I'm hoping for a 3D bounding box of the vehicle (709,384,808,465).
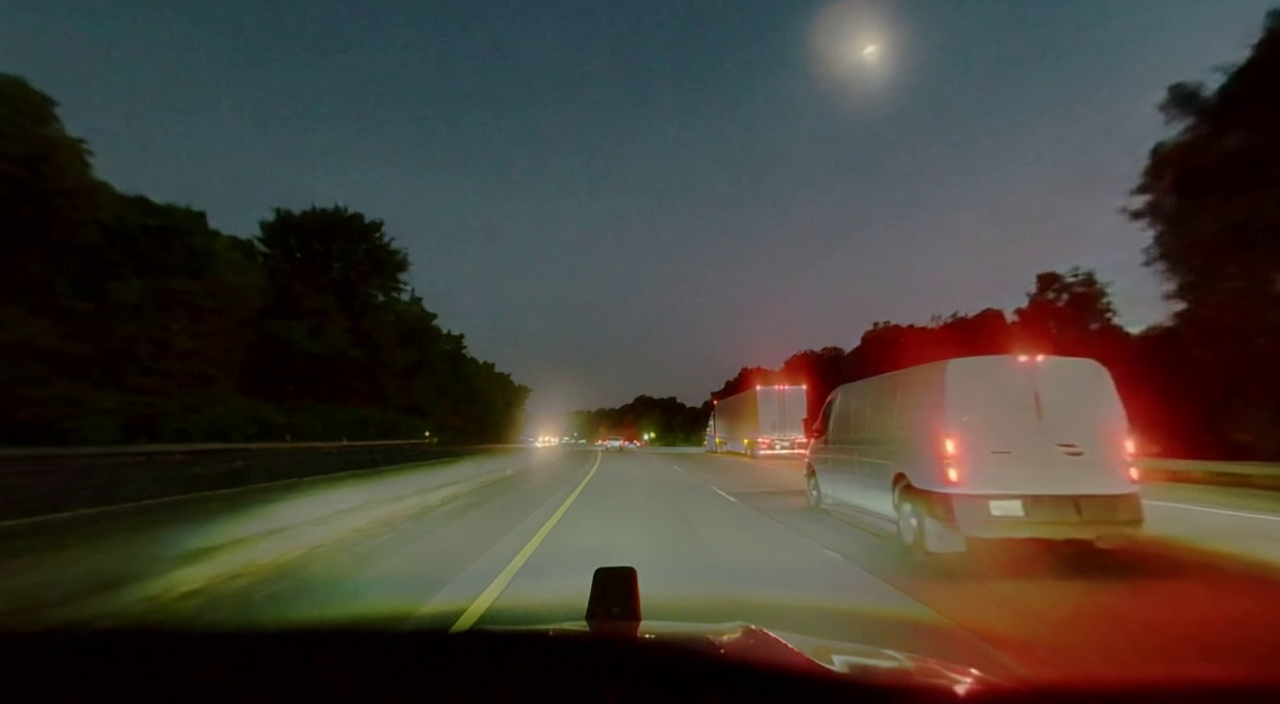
[{"bbox_3d":[6.833,4.630,39.322,2.888,4.093,14.227,0,-8,-2],"label":"vehicle"}]

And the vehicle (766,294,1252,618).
[{"bbox_3d":[3.427,1.143,7.696,2.436,2.521,5.409,0,-8,-2],"label":"vehicle"}]

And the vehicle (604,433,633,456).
[{"bbox_3d":[-1.639,7.038,48.179,2.088,1.671,4.068,0,-8,-2],"label":"vehicle"}]
